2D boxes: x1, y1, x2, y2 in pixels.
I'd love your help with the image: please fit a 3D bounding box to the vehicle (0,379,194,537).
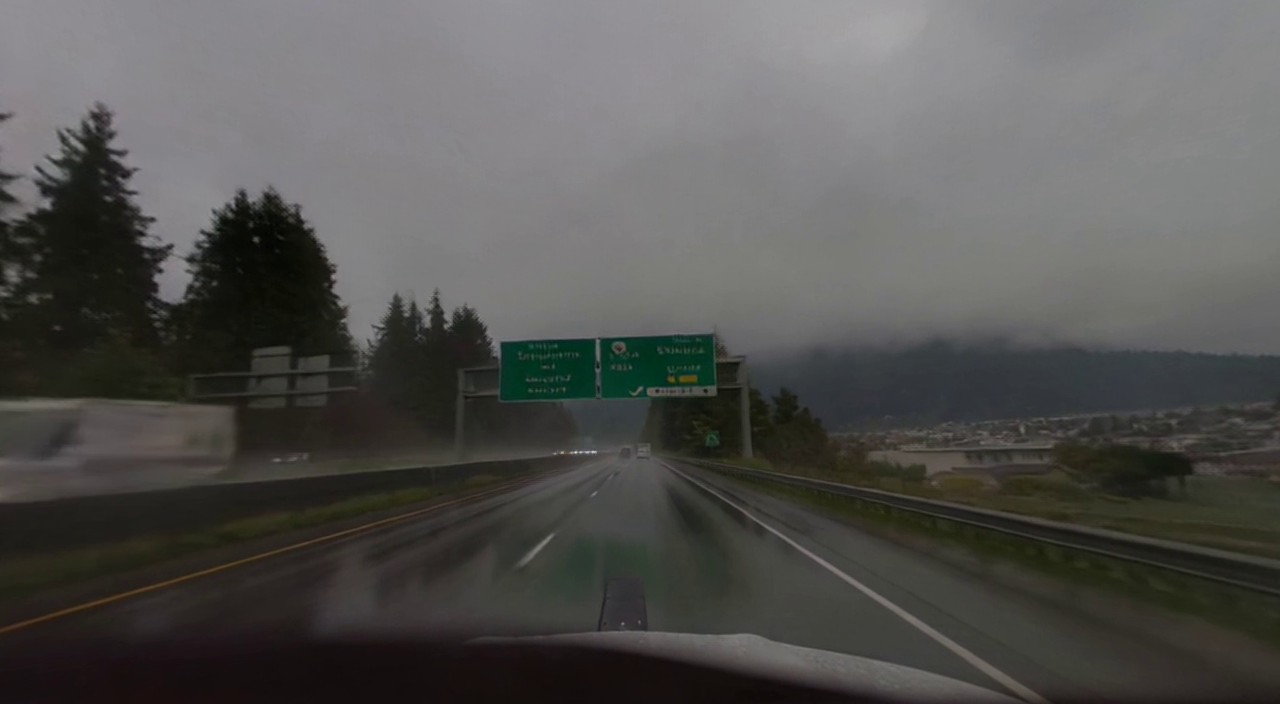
[{"bbox_3d":[-10.617,1.752,10.504,2.368,2.301,5.356,0,-9,0],"label":"vehicle"}]
